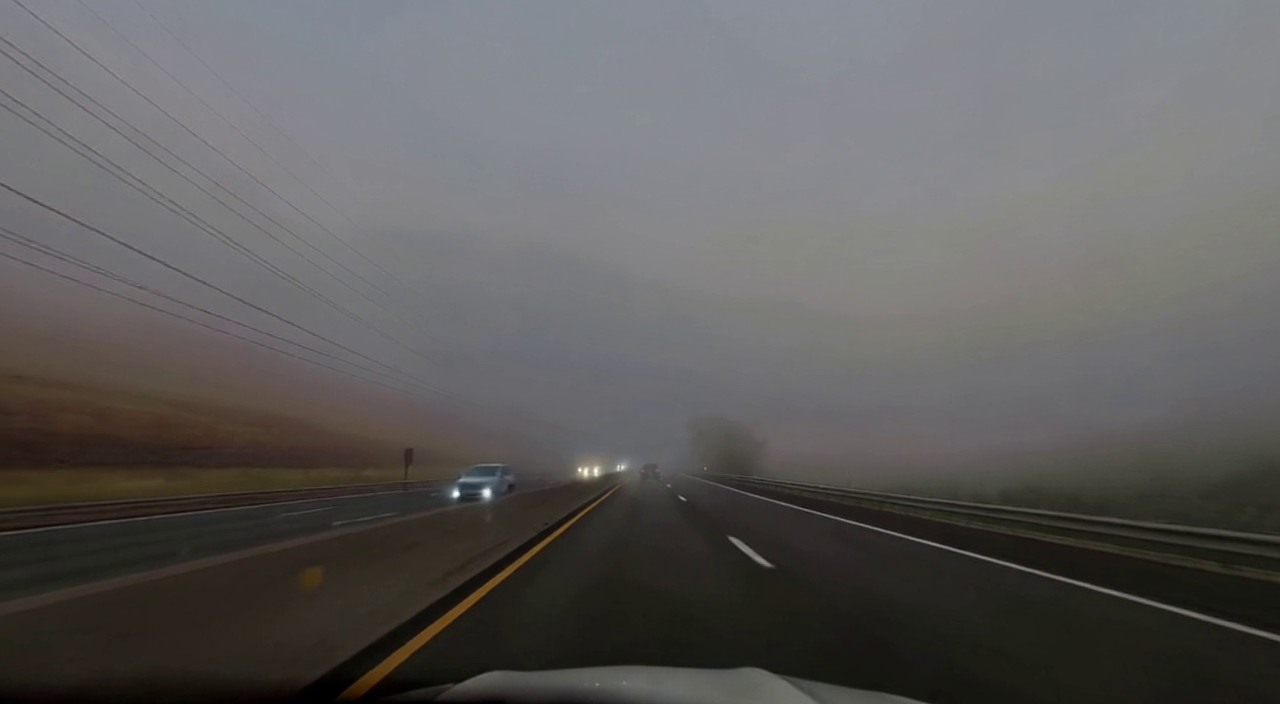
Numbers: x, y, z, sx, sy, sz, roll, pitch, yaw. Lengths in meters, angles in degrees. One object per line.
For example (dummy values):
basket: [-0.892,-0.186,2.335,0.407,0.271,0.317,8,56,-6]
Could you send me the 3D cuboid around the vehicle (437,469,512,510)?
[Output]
vehicle: [-7.022,5.877,27.175,2.023,1.583,4.524,1,-10,0]
